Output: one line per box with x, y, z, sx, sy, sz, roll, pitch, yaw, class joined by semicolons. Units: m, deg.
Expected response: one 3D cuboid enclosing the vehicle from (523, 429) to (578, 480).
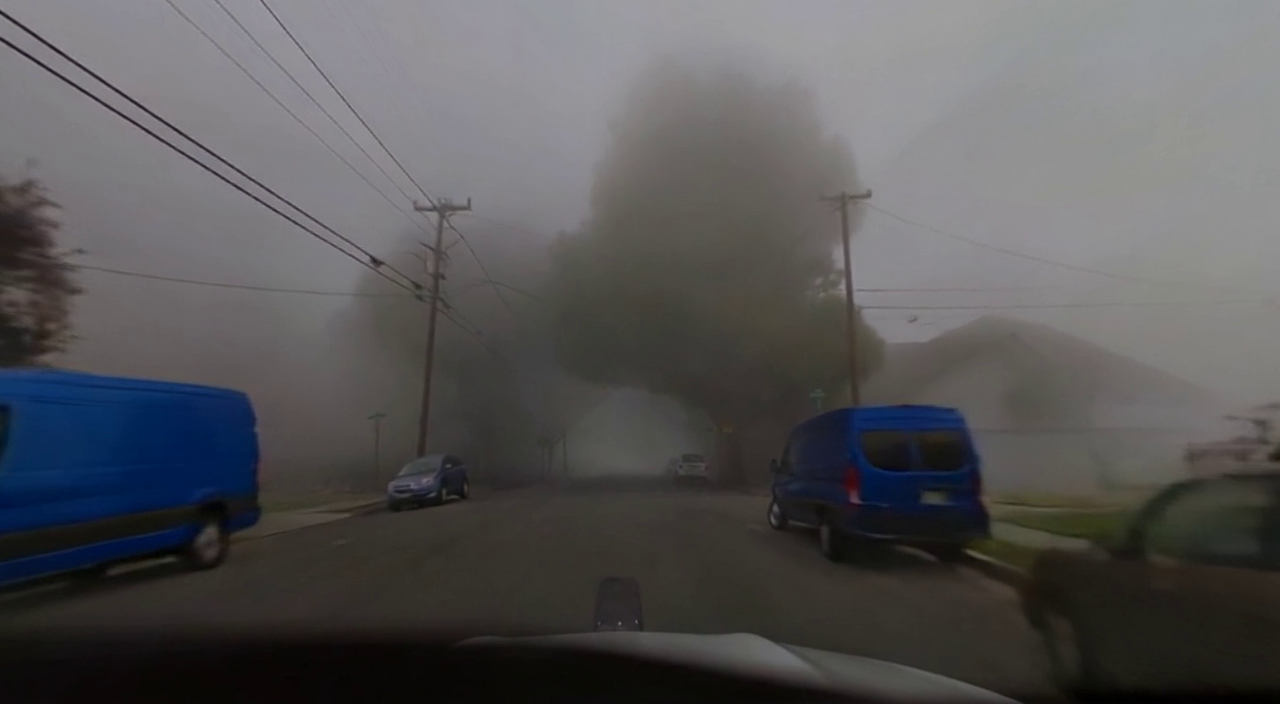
-6.905;8.153;49.675;3.115;3.562;7.695;-2;-10;0;vehicle

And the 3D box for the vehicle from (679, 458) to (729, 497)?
3.124;6.231;31.605;2.010;1.661;4.615;0;-9;0;vehicle

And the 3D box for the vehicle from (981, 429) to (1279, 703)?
3.212;0.959;1.911;1.796;1.449;4.373;0;-9;-2;vehicle

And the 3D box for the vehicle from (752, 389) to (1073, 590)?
3.113;1.719;8.736;2.145;1.935;5.054;0;-9;0;vehicle

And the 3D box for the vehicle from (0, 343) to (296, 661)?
-6.757;1.438;7.143;2.508;2.712;5.809;-2;-4;0;vehicle

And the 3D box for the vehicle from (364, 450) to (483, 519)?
-6.645;4.064;19.928;2.057;1.632;4.730;-1;-6;1;vehicle
